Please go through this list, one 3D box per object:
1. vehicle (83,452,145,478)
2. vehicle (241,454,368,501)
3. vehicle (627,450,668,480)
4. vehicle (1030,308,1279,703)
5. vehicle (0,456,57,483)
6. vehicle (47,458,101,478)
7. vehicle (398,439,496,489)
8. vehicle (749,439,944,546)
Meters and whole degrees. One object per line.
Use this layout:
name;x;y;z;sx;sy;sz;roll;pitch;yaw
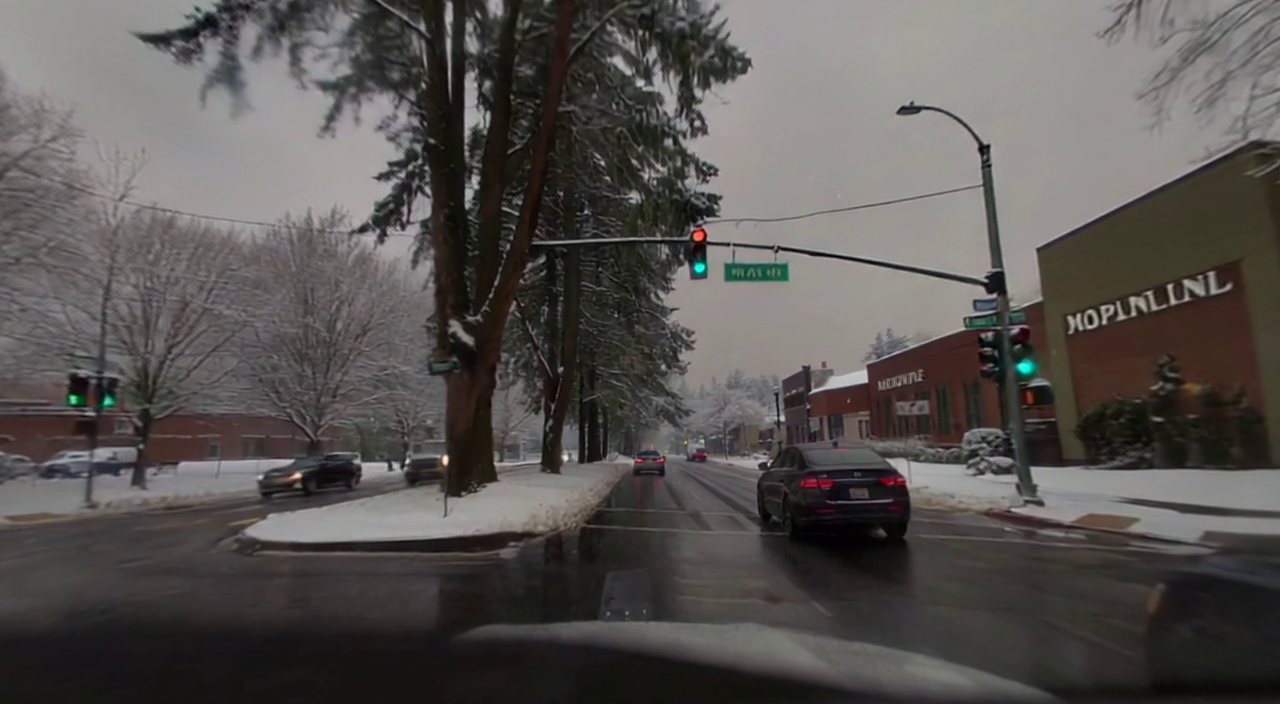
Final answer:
vehicle;-41.174;8.800;49.459;1.843;1.902;4.182;2;-9;-12
vehicle;-11.986;4.497;22.978;2.022;1.459;4.670;0;-8;1
vehicle;0.365;5.596;31.455;1.945;1.343;3.827;0;-8;1
vehicle;3.098;0.590;0.962;2.143;1.759;4.531;0;-9;1
vehicle;-44.373;8.249;44.435;4.430;1.765;2.075;0;-9;1
vehicle;-44.480;9.096;49.594;1.681;1.455;4.021;2;-10;-20
vehicle;-8.178;4.784;27.456;2.329;1.921;5.842;0;-8;1
vehicle;3.279;2.295;10.996;1.989;1.498;4.050;0;-8;-1
